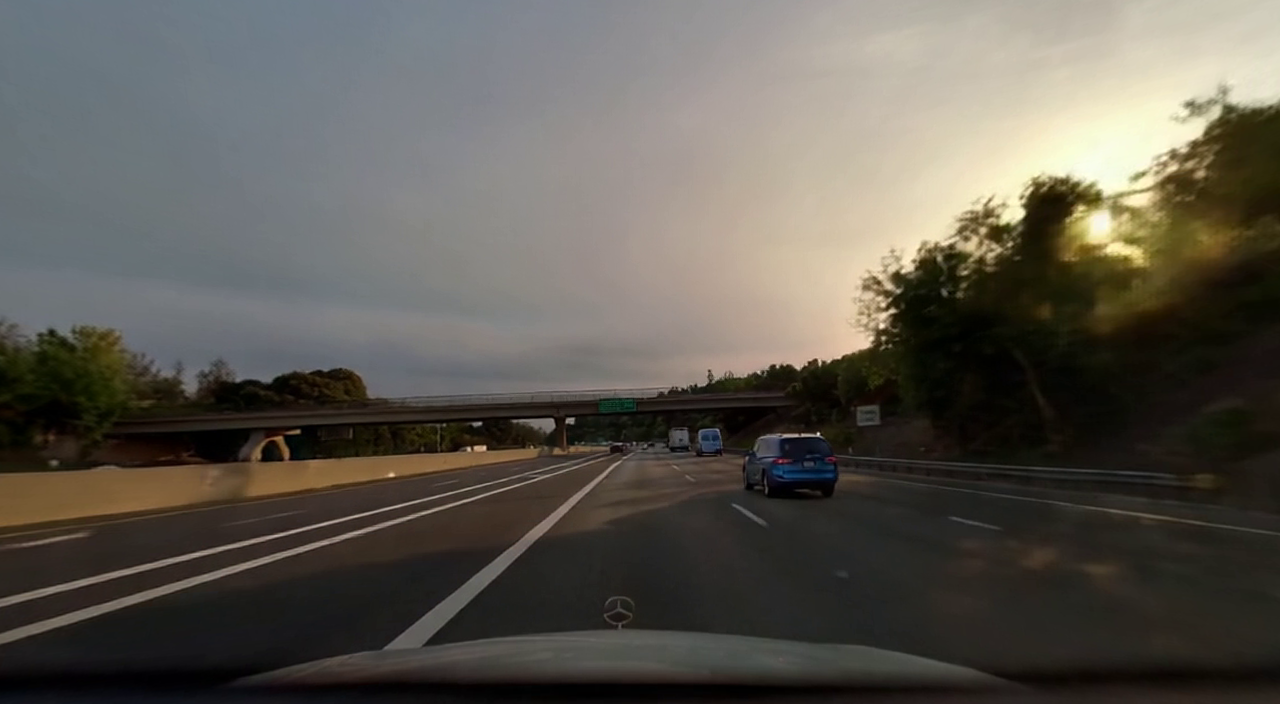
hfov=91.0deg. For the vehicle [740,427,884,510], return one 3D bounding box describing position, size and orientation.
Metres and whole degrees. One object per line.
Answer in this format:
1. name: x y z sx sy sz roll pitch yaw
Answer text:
1. vehicle: 3.892 2.725 15.203 2.148 1.691 4.443 0 -8 -1
